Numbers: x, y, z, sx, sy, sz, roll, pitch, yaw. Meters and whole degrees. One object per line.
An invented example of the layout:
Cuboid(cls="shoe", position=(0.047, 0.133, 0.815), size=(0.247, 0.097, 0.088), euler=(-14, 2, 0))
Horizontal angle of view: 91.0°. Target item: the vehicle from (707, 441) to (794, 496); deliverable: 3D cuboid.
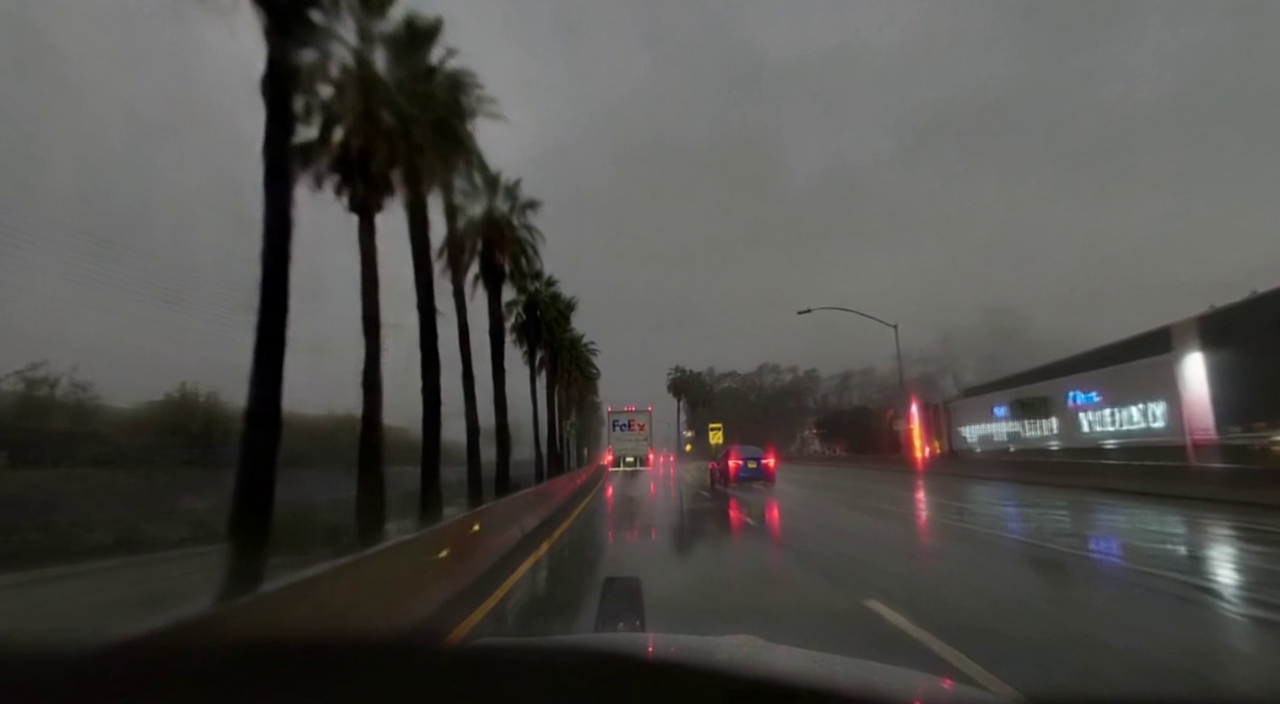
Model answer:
Cuboid(cls="vehicle", position=(3.448, 3.719, 20.422), size=(1.966, 1.558, 4.238), euler=(0, -9, -1))

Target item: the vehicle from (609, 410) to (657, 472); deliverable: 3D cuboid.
Cuboid(cls="vehicle", position=(-0.611, 6.931, 48.548), size=(3.243, 4.134, 11.656), euler=(0, -9, -1))
